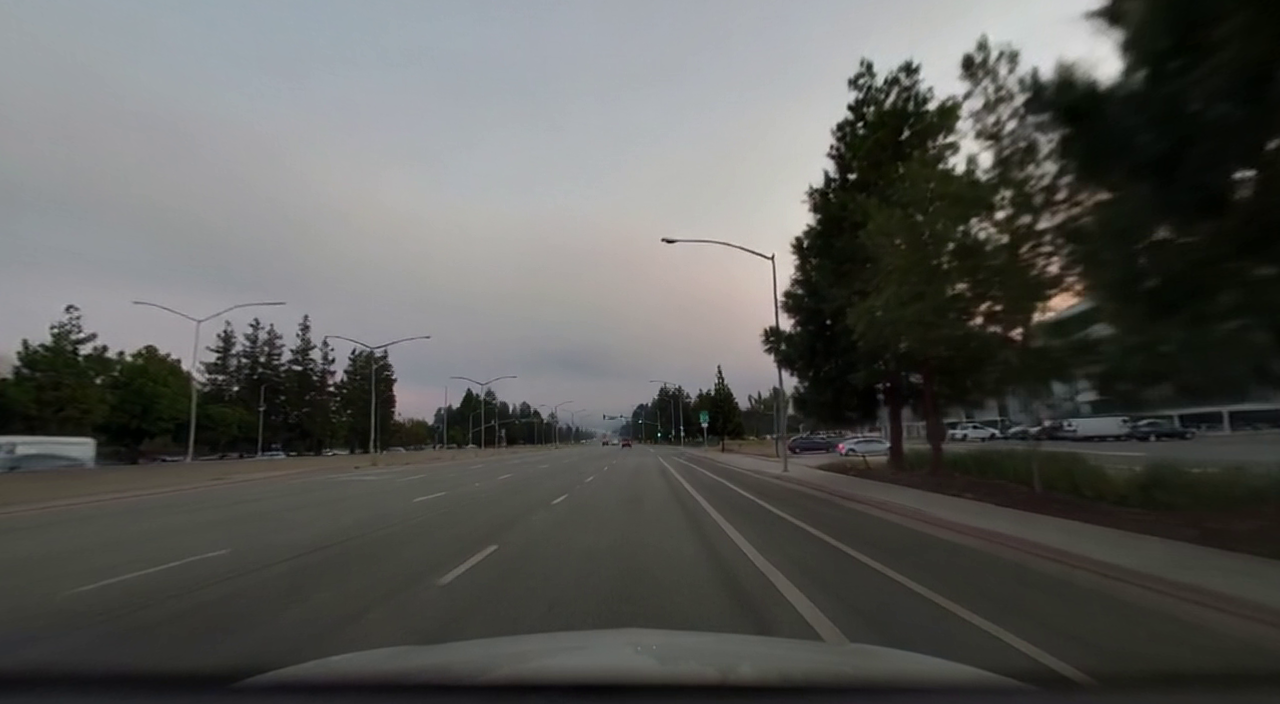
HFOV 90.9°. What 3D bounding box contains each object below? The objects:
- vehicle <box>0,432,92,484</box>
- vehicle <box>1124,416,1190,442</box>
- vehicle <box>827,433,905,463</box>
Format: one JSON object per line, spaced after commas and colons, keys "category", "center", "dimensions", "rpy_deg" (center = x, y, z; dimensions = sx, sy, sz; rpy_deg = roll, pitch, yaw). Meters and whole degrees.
{"category": "vehicle", "center": [-32.262, 5.366, 32.180], "dimensions": [2.514, 2.485, 6.584], "rpy_deg": [0, -8, 1]}
{"category": "vehicle", "center": [38.069, 5.715, 46.372], "dimensions": [4.699, 1.764, 2.200], "rpy_deg": [5, -10, -32]}
{"category": "vehicle", "center": [14.839, 6.320, 41.549], "dimensions": [4.388, 1.446, 1.808], "rpy_deg": [-6, -7, 1]}
